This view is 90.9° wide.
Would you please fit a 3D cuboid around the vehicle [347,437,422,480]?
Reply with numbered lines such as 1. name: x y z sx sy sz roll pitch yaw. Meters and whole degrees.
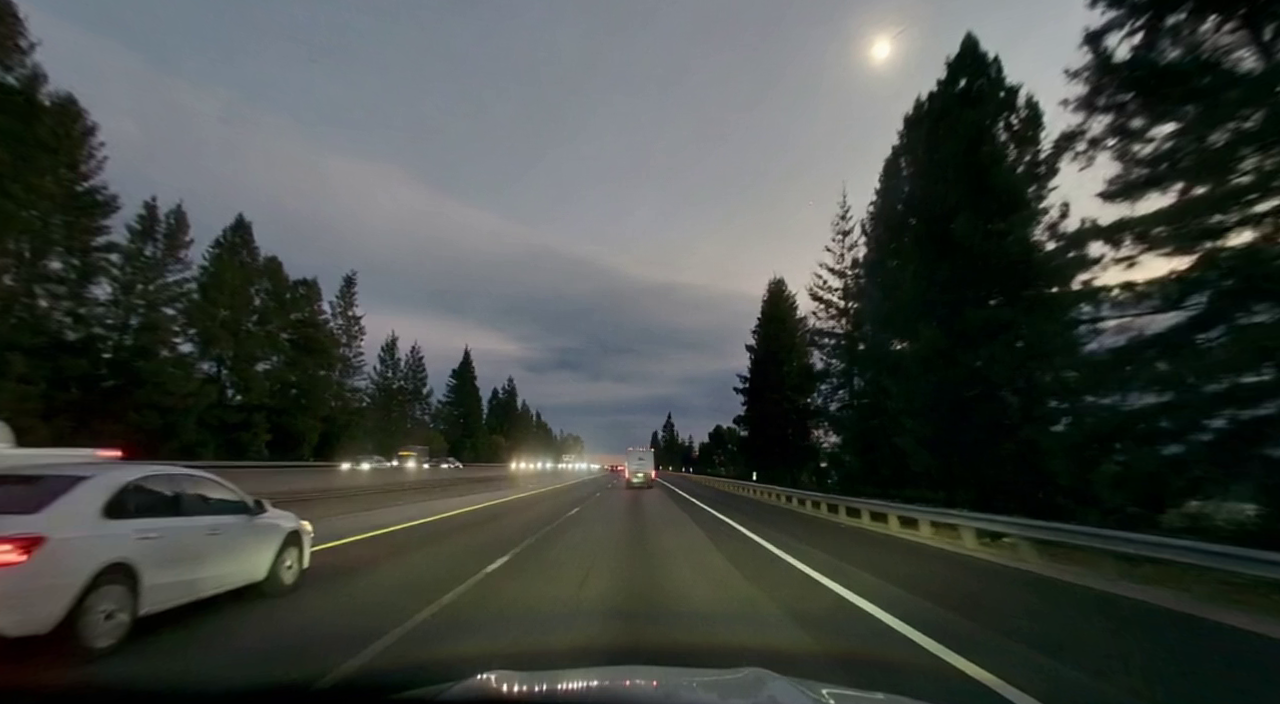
1. vehicle: -17.322 7.342 43.119 2.544 2.700 5.950 1 -11 0

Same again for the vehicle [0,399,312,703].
1. vehicle: -4.262 1.212 4.091 2.100 1.605 3.883 1 -11 0

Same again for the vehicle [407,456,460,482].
1. vehicle: -13.029 7.451 40.052 1.871 1.478 4.406 1 -11 0

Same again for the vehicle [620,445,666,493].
1. vehicle: 0.151 6.884 37.179 2.482 2.549 5.447 1 -11 0

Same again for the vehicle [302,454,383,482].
1. vehicle: -17.090 6.732 36.471 2.354 1.461 4.828 1 -11 -1
